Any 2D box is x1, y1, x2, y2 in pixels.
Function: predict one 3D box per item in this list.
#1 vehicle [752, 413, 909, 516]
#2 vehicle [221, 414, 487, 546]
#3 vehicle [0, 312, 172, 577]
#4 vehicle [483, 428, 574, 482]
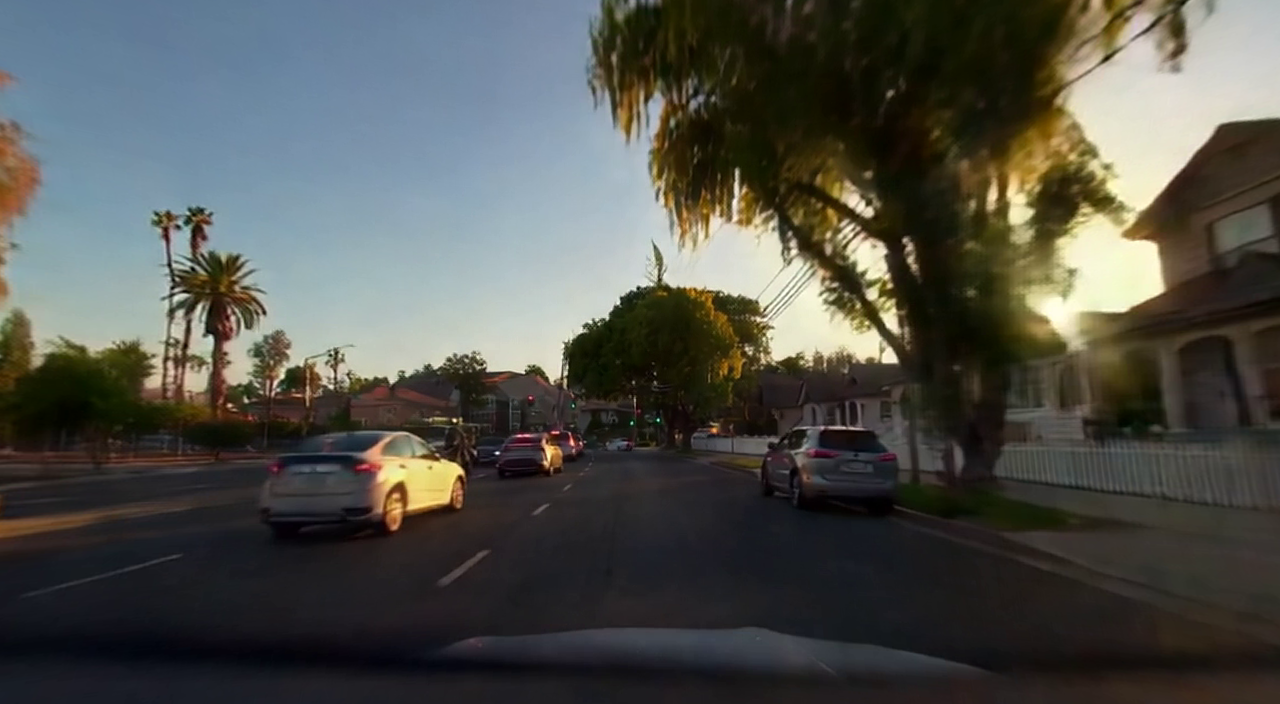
[{"bbox_3d":[3.688,2.247,13.101,1.801,1.746,4.325,0,-8,-1],"label":"vehicle"},{"bbox_3d":[-3.996,1.854,9.809,2.051,1.572,4.207,-1,-8,2],"label":"vehicle"},{"bbox_3d":[-6.941,0.697,4.659,2.155,2.399,6.101,-1,-8,1],"label":"vehicle"},{"bbox_3d":[-3.661,3.474,21.645,2.181,1.636,4.504,-1,-8,2],"label":"vehicle"}]
